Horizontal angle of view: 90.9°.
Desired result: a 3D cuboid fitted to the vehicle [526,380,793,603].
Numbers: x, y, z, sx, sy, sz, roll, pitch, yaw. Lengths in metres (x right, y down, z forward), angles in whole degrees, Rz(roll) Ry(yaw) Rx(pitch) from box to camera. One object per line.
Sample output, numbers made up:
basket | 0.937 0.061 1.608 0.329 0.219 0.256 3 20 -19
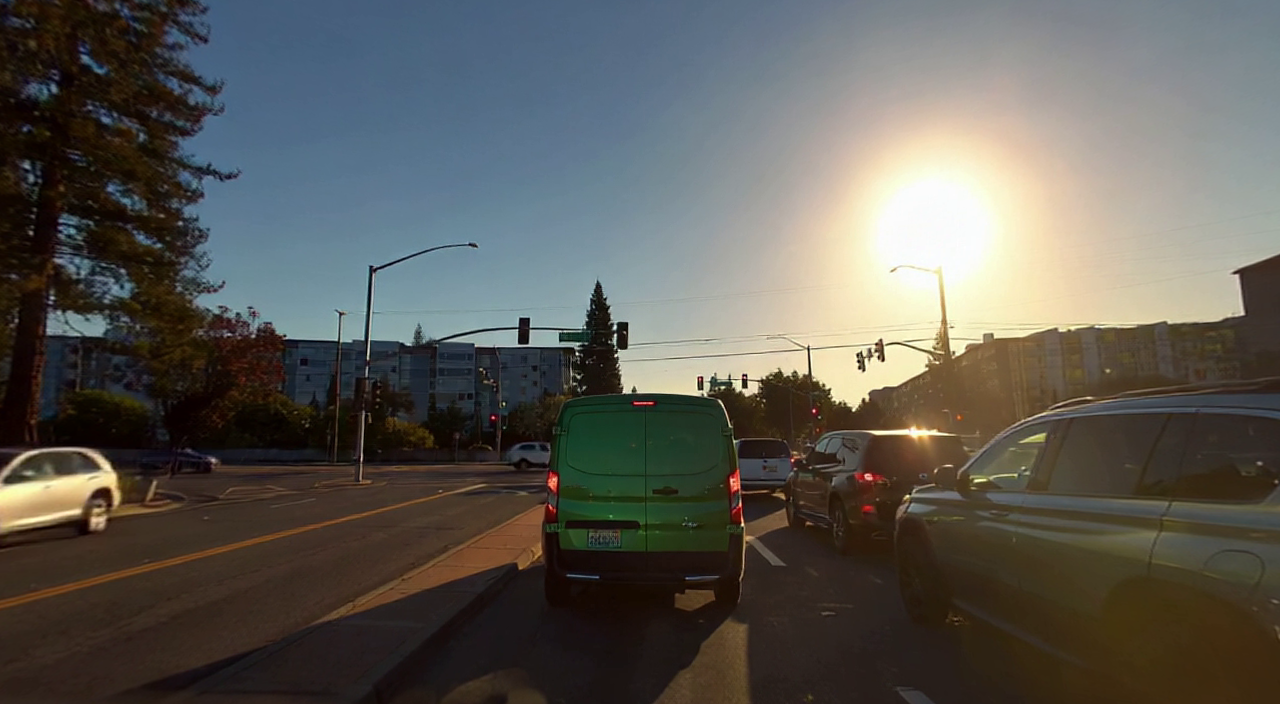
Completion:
vehicle | 0.169 1.469 7.461 2.185 1.822 4.391 0 -8 0

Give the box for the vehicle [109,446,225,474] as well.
vehicle | -26.061 5.970 34.873 4.664 1.449 1.992 1 -8 -5

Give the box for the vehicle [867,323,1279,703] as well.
vehicle | 2.892 0.952 3.180 1.971 1.663 4.287 0 -8 2

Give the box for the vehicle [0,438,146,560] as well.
vehicle | -9.450 2.032 9.197 2.023 1.488 4.654 2 -9 -19
